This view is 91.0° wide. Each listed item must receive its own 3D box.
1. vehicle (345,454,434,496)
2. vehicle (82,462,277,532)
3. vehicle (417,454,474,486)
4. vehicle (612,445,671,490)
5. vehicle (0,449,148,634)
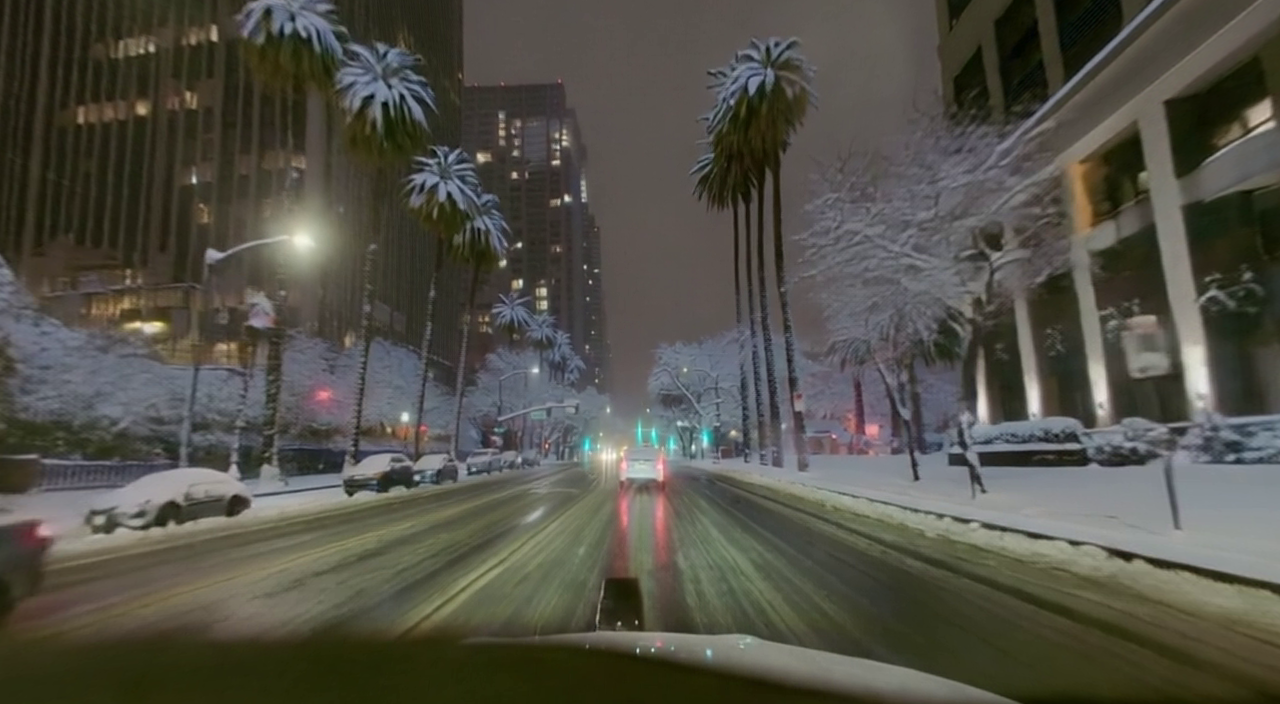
[{"bbox_3d":[-12.304,6.050,31.320,2.308,1.839,4.793,-1,-9,2],"label":"vehicle"},{"bbox_3d":[-12.459,3.996,17.546,1.914,1.551,4.634,-4,-12,0],"label":"vehicle"},{"bbox_3d":[-12.049,7.311,39.334,1.981,1.803,4.835,0,-9,1],"label":"vehicle"},{"bbox_3d":[0.046,4.538,24.989,2.145,1.632,3.972,0,-9,0],"label":"vehicle"},{"bbox_3d":[-6.170,1.409,4.287,1.951,1.476,4.452,-1,-9,1],"label":"vehicle"}]
